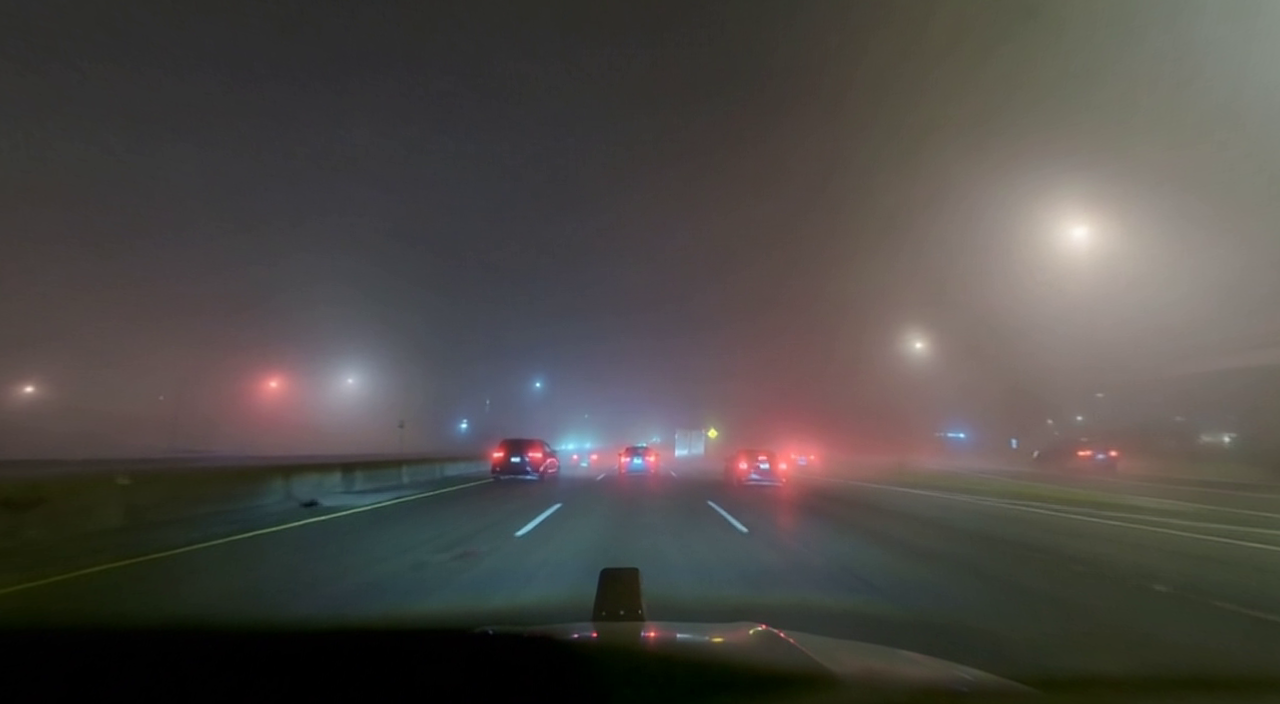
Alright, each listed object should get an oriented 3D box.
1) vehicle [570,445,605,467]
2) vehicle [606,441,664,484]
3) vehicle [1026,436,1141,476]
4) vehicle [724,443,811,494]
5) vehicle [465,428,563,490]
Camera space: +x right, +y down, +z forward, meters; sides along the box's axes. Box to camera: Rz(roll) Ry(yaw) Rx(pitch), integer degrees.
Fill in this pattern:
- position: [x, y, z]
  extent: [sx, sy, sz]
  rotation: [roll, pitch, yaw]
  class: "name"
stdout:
- position: [-3.537, 7.067, 42.911]
  extent: [1.868, 1.431, 4.055]
  rotation: [0, -9, 2]
  class: "vehicle"
- position: [-0.178, 4.284, 24.699]
  extent: [2.089, 1.493, 3.964]
  rotation: [0, -9, 0]
  class: "vehicle"
- position: [24.239, 5.708, 34.846]
  extent: [2.376, 1.988, 6.109]
  rotation: [-1, -9, 6]
  class: "vehicle"
- position: [4.062, 3.774, 20.737]
  extent: [1.974, 1.490, 3.994]
  rotation: [0, -9, -1]
  class: "vehicle"
- position: [-4.000, 3.511, 20.910]
  extent: [2.142, 1.819, 4.648]
  rotation: [0, -9, 2]
  class: "vehicle"
